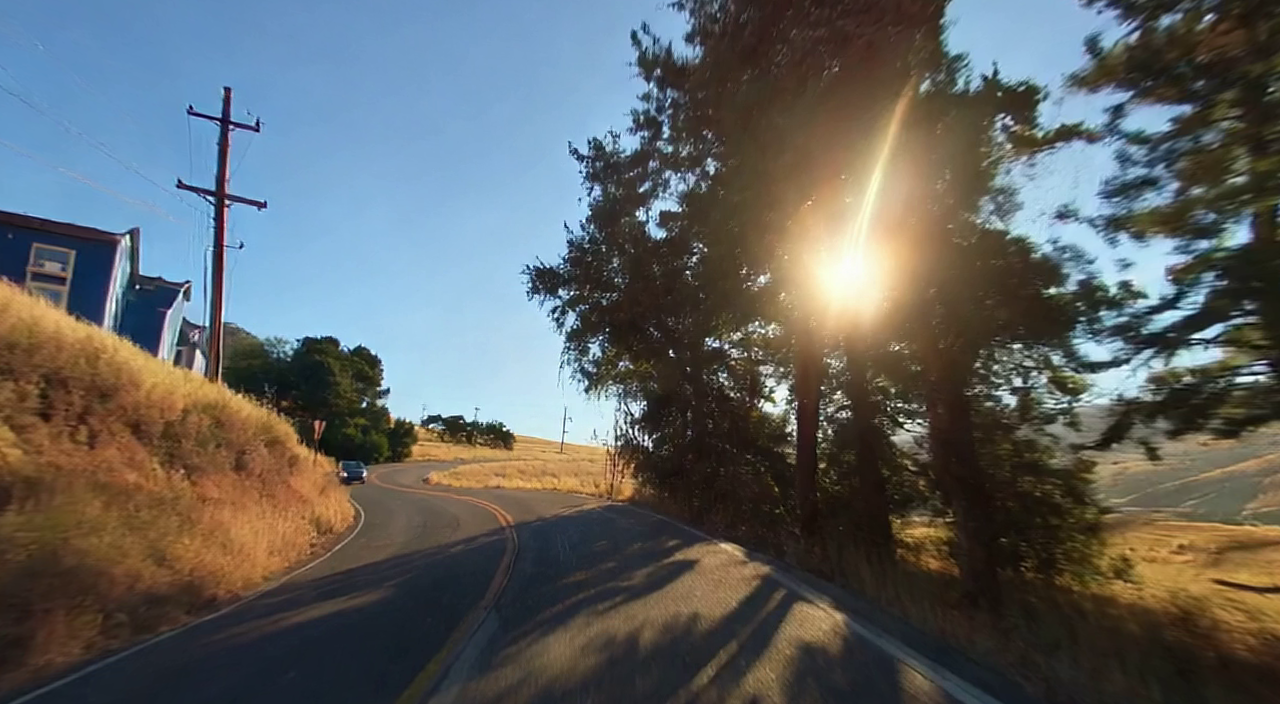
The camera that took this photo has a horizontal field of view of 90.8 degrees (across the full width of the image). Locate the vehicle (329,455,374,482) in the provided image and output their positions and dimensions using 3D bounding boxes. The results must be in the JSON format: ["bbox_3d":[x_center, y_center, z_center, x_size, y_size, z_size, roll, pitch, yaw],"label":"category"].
[{"bbox_3d":[-17.796,7.104,38.883,2.063,1.485,3.997,5,-10,-29],"label":"vehicle"}]
